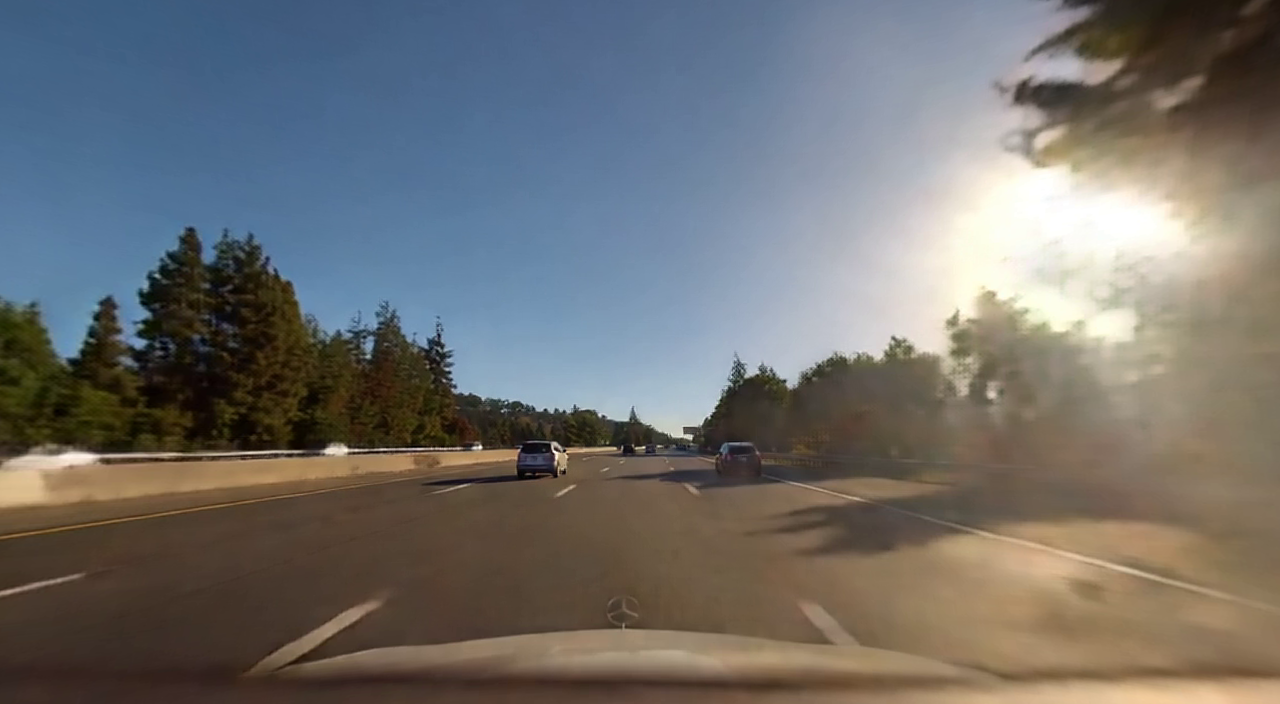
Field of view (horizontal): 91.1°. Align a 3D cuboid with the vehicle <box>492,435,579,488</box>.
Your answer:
[{"bbox_3d":[-3.436,3.709,21.562,2.166,1.608,4.297,-1,-8,2],"label":"vehicle"}]

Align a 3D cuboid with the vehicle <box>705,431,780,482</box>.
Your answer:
[{"bbox_3d":[3.899,4.075,24.786,2.149,1.796,4.487,0,-8,-1],"label":"vehicle"}]
